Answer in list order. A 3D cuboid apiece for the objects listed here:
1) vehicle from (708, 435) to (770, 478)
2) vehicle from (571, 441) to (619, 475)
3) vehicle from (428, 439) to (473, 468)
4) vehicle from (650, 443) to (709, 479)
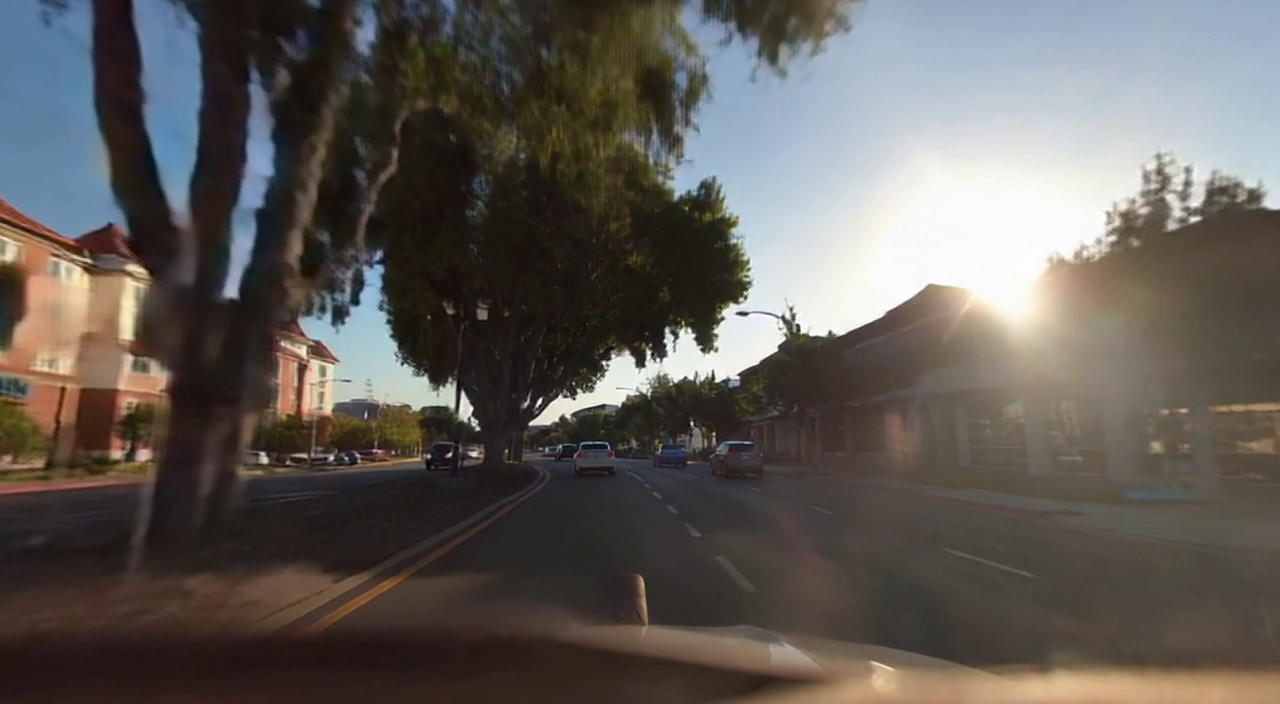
[{"bbox_3d":[5.027,5.373,32.711,2.052,1.990,4.736,1,-9,-5],"label":"vehicle"},{"bbox_3d":[-2.139,4.977,29.831,2.101,1.444,4.248,1,-9,-4],"label":"vehicle"},{"bbox_3d":[-13.034,7.024,43.734,2.166,1.867,4.459,1,-9,-6],"label":"vehicle"},{"bbox_3d":[1.662,4.809,28.168,1.993,1.477,4.240,1,-9,-5],"label":"vehicle"}]
